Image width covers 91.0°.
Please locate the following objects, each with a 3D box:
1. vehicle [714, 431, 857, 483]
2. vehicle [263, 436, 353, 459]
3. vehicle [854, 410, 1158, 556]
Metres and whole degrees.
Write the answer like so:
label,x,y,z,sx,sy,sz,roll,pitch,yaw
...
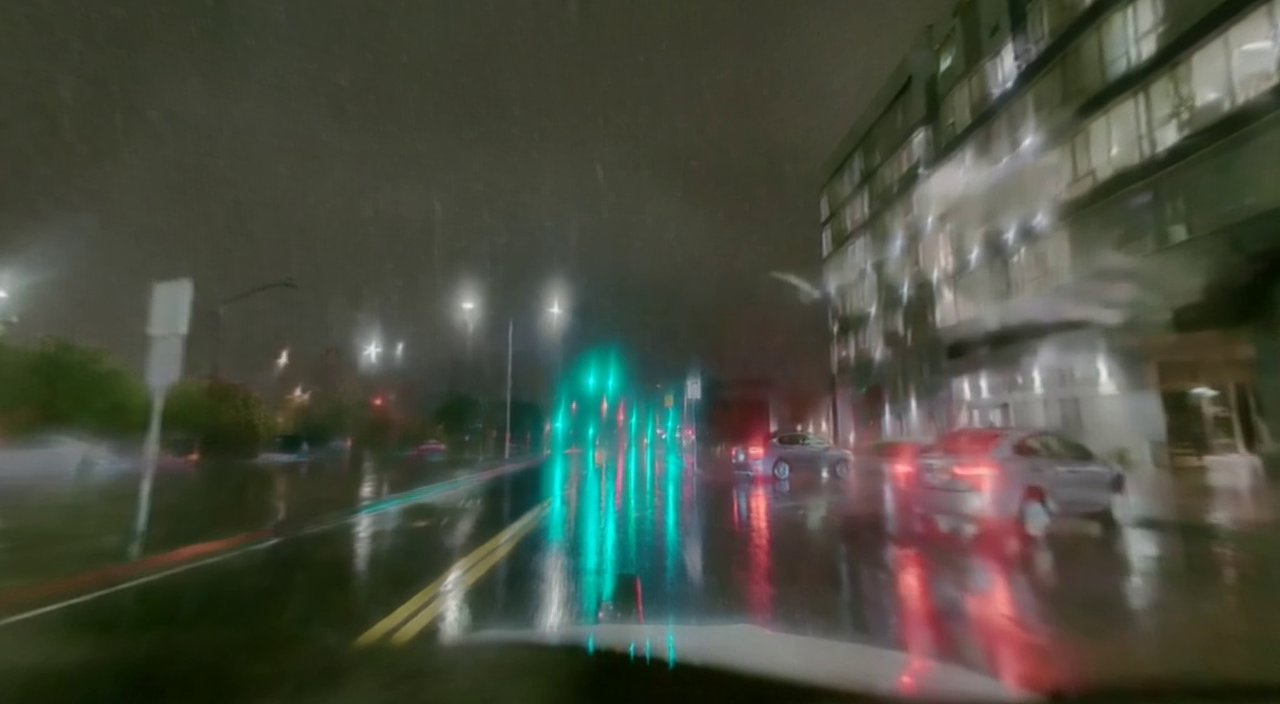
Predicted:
label,x,y,z,sx,sy,sz,roll,pitch,yaw
vehicle,4.645,3.314,20.170,4.033,1.514,1.974,3,-9,-25
vehicle,-19.564,5.648,37.416,2.660,1.211,4.739,-1,-8,2
vehicle,4.969,1.622,8.487,3.844,1.524,1.847,4,-9,-32
